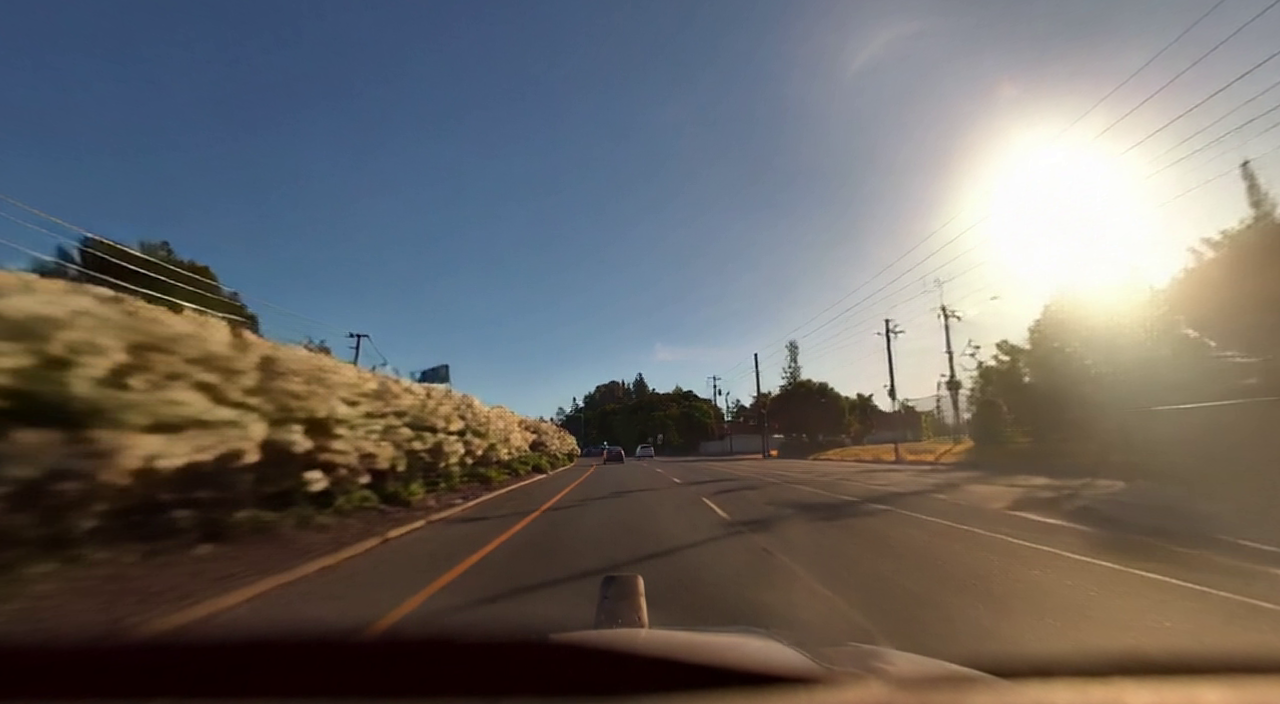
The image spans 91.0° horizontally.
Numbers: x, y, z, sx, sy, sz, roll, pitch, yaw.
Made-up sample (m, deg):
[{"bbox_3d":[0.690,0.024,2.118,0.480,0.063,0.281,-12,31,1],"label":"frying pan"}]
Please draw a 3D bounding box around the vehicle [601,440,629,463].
[{"bbox_3d":[-1.910,7.431,46.975,2.005,1.633,4.044,1,-8,-3],"label":"vehicle"}]
